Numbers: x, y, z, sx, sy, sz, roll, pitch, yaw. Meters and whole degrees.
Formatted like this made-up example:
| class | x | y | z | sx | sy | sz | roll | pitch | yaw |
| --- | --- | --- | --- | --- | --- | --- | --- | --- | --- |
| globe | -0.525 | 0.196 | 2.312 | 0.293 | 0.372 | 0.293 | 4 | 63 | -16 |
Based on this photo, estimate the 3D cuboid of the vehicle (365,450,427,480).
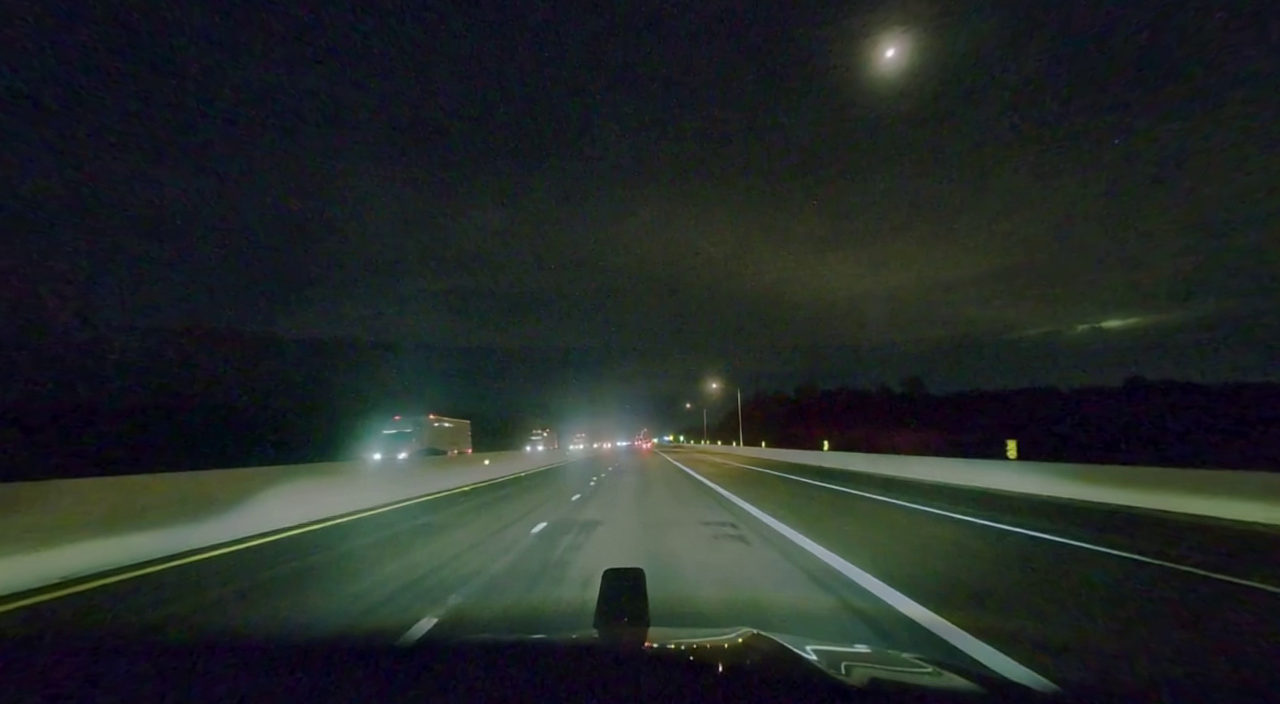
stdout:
| class | x | y | z | sx | sy | sz | roll | pitch | yaw |
| --- | --- | --- | --- | --- | --- | --- | --- | --- | --- |
| vehicle | -13.766 | 6.377 | 35.719 | 1.823 | 1.494 | 4.125 | 0 | -8 | 1 |
